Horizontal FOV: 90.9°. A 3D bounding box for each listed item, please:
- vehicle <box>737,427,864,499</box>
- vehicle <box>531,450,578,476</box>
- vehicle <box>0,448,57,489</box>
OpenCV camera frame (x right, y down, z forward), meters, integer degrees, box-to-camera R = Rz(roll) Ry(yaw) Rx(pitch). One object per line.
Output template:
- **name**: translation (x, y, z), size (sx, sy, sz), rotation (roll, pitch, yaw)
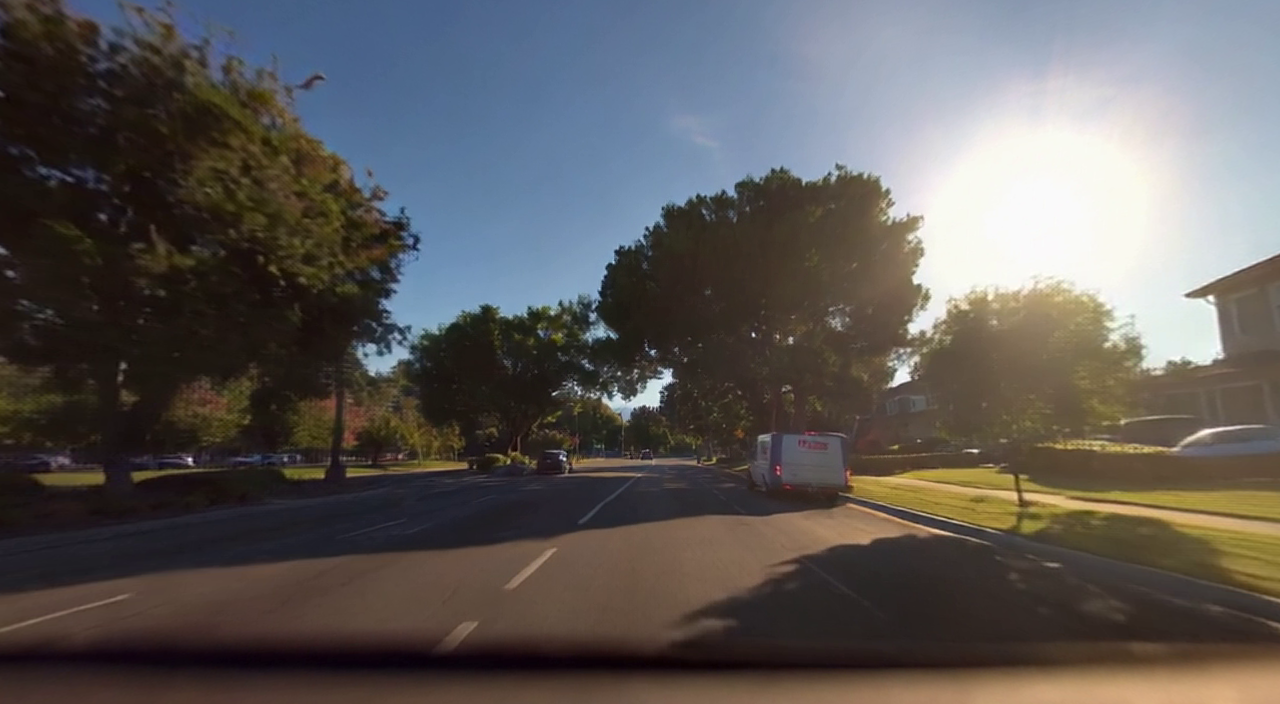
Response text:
- **vehicle**: translation (5.055, 3.673, 21.228), size (2.695, 2.013, 6.661), rotation (0, -9, 2)
- **vehicle**: translation (-5.188, 6.776, 38.725), size (2.060, 1.473, 4.645), rotation (0, -9, 2)
- **vehicle**: translation (-27.784, 5.158, 28.128), size (2.118, 1.670, 4.487), rotation (7, -12, -38)
